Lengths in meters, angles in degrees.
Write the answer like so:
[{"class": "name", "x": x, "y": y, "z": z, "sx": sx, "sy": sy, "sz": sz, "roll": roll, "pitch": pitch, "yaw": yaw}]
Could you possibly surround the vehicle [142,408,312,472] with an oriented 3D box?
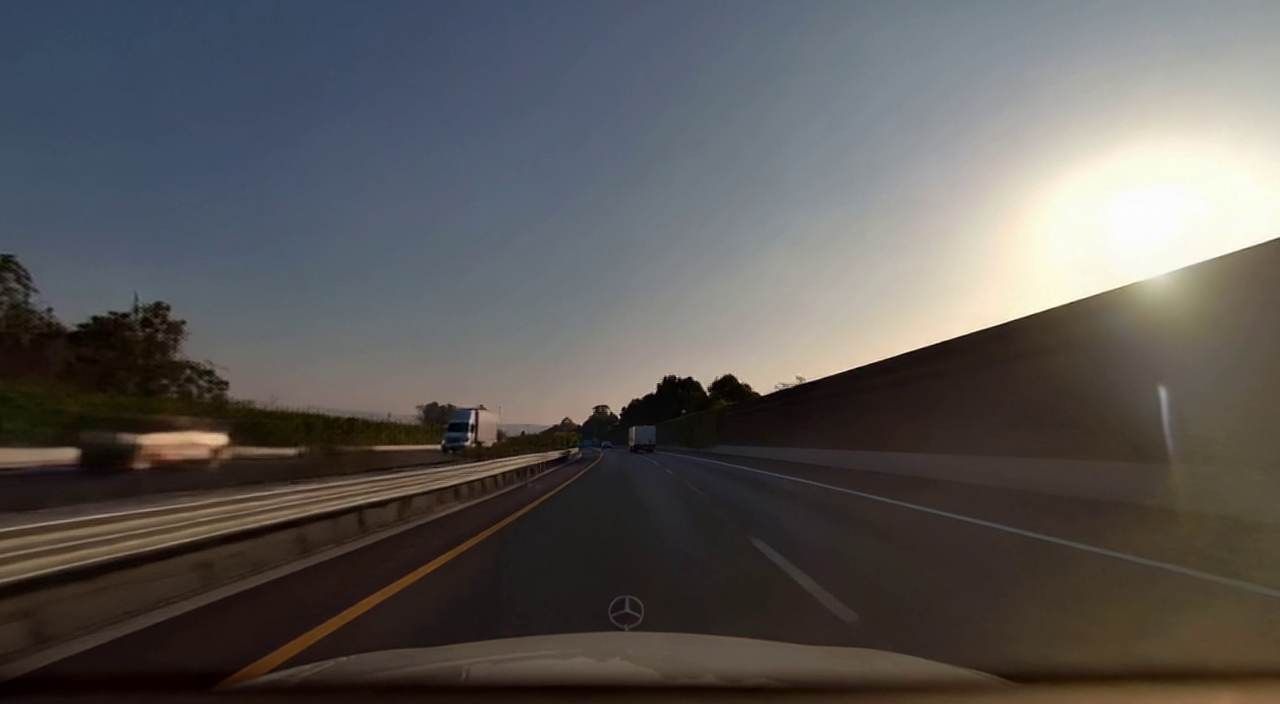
[{"class": "vehicle", "x": -11.849, "y": 2.599, "z": 18.466, "sx": 2.006, "sy": 1.663, "sz": 4.316, "roll": 0, "pitch": -8, "yaw": 1}]
